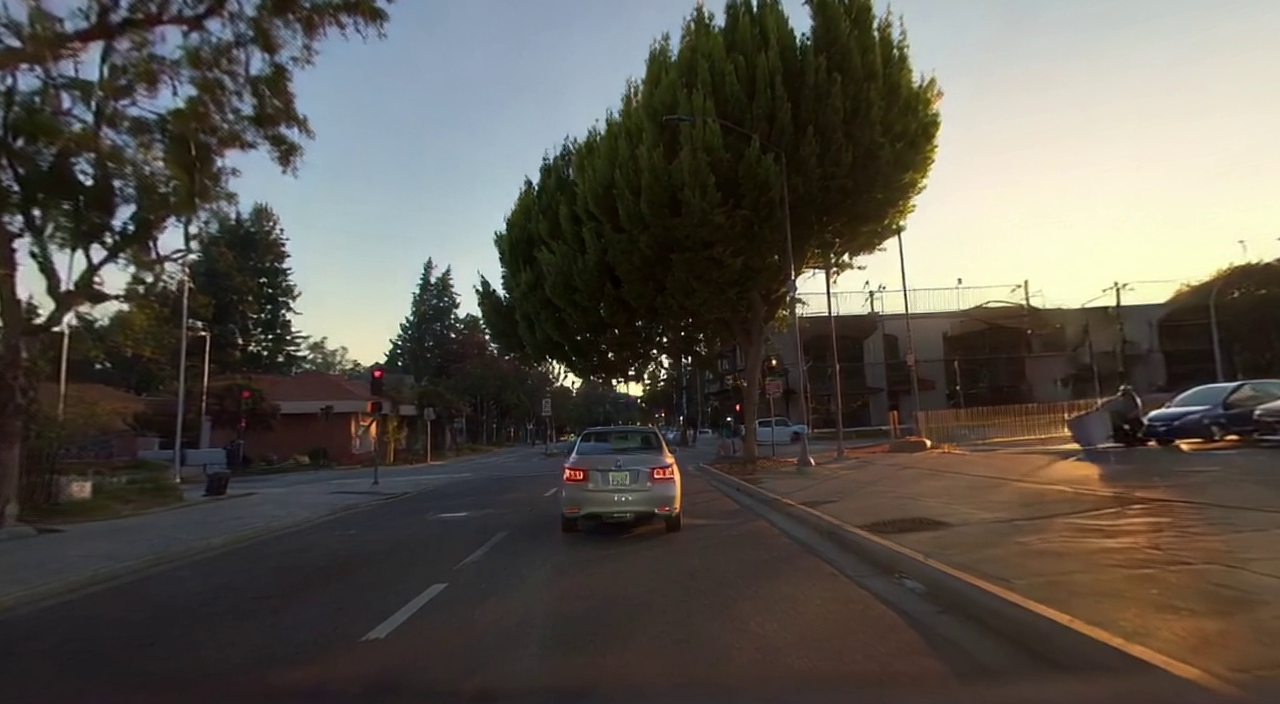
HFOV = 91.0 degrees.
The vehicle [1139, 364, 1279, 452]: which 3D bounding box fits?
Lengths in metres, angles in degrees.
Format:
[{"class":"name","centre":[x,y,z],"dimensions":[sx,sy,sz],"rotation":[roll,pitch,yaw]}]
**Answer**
[{"class":"vehicle","centre":[14.494,1.320,14.499],"dimensions":[4.104,1.886,1.939],"rotation":[-2,-8,9]}]

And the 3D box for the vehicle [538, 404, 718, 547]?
[{"class":"vehicle","centre":[-0.121,1.760,9.510],"dimensions":[2.142,1.686,3.816],"rotation":[-1,-8,1]}]
